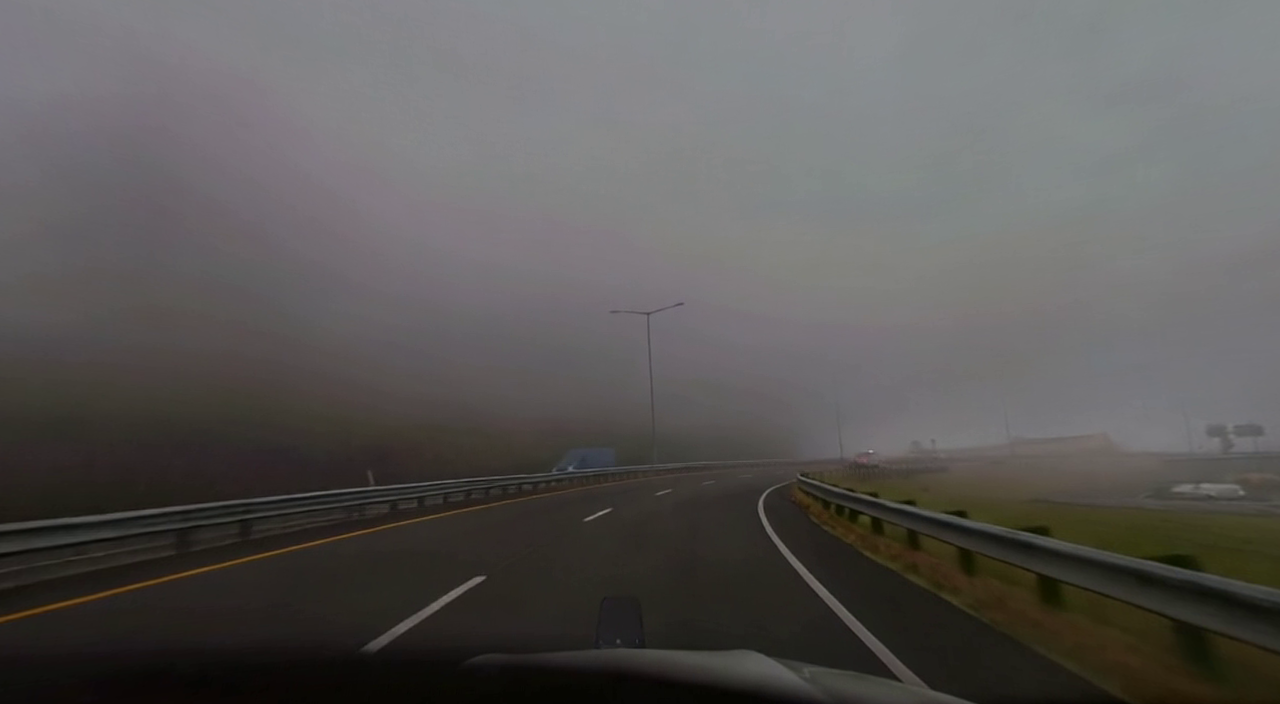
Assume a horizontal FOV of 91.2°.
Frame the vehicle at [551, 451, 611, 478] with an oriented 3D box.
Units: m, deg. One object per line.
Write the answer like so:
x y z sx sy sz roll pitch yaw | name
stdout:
-3.931 7.579 42.626 2.009 1.707 4.571 -4 -10 26 | vehicle
